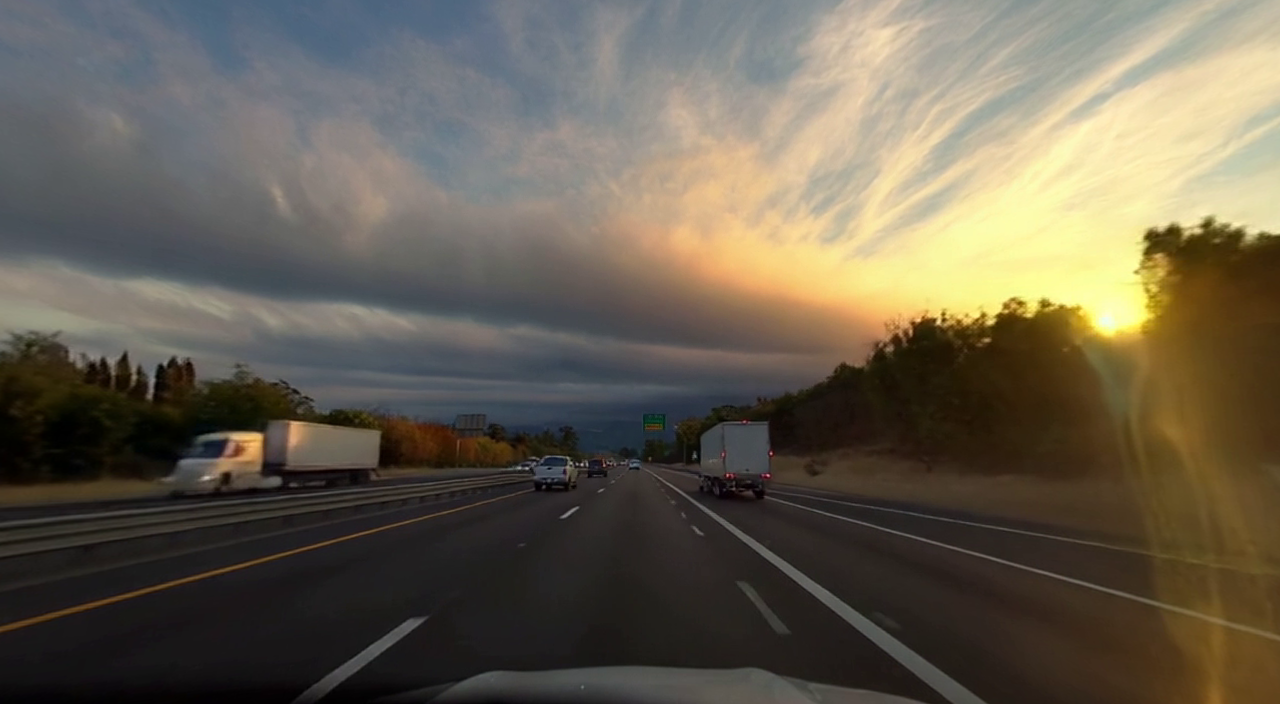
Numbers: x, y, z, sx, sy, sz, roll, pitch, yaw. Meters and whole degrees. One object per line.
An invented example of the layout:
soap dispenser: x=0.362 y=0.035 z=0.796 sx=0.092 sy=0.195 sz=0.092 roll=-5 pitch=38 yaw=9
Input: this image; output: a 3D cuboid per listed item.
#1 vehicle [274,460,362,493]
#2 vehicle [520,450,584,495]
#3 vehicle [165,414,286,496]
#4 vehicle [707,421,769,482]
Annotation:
vehicle: x=-15.502 y=6.014 z=30.595 sx=2.008 sy=1.487 sz=4.180 roll=1 pitch=-10 yaw=0
vehicle: x=-4.011 y=5.623 z=29.586 sx=2.272 sy=1.873 sz=4.832 roll=1 pitch=-10 yaw=0
vehicle: x=-19.383 y=4.866 z=29.741 sx=2.975 sy=3.552 sz=3.526 roll=1 pitch=-10 yaw=1
vehicle: x=7.328 y=7.868 z=48.591 sx=3.235 sy=4.088 sz=9.243 roll=1 pitch=-12 yaw=0
